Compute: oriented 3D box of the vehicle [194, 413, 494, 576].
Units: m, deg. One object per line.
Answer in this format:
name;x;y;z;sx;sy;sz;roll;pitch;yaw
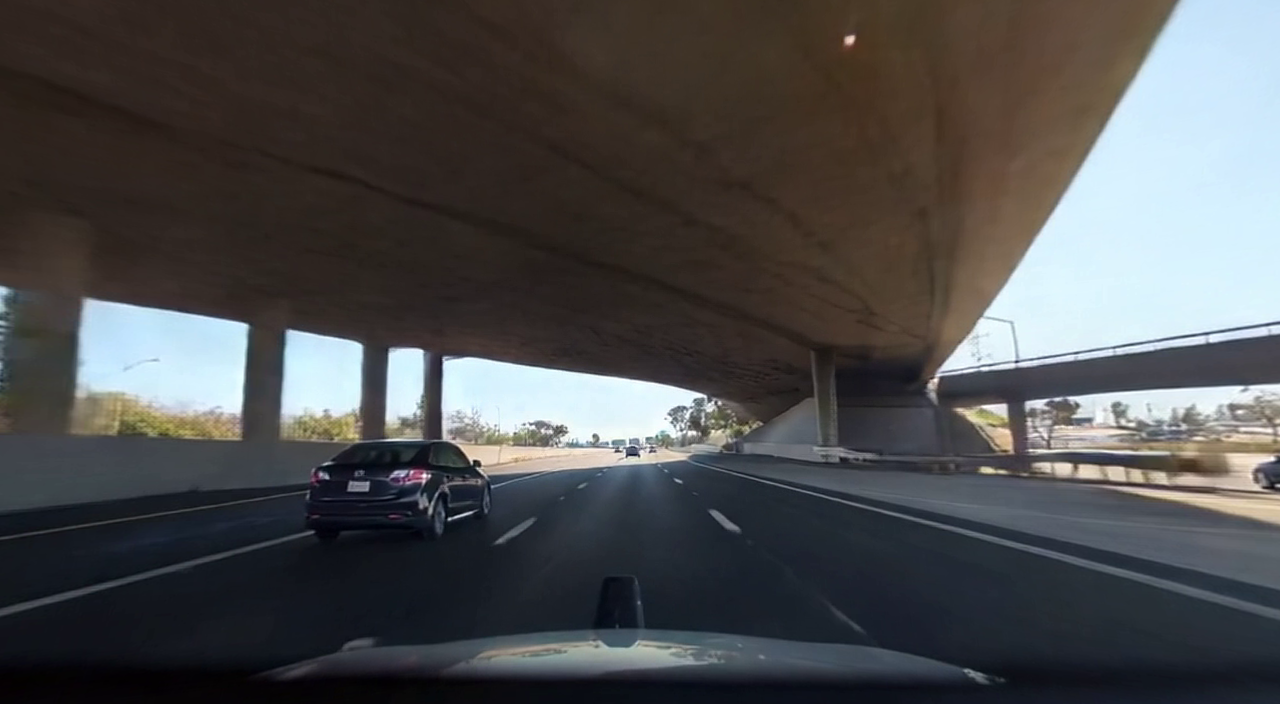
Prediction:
vehicle;-3.649;1.835;8.939;2.178;1.699;4.321;0;-8;-1
